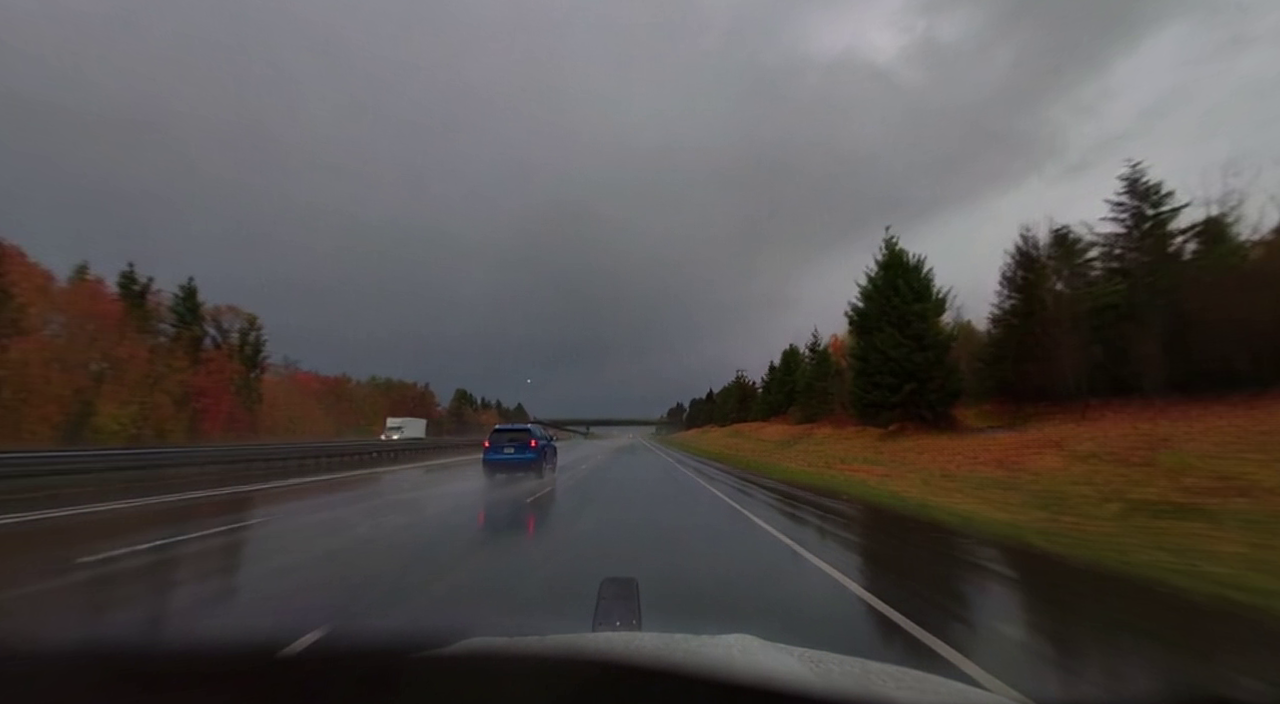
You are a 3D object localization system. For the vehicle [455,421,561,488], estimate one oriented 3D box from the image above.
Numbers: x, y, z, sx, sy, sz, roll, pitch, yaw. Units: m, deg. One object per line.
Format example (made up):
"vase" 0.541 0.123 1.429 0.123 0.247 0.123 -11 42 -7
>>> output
"vehicle" -3.587 2.871 18.043 2.057 1.666 4.552 0 -8 0
